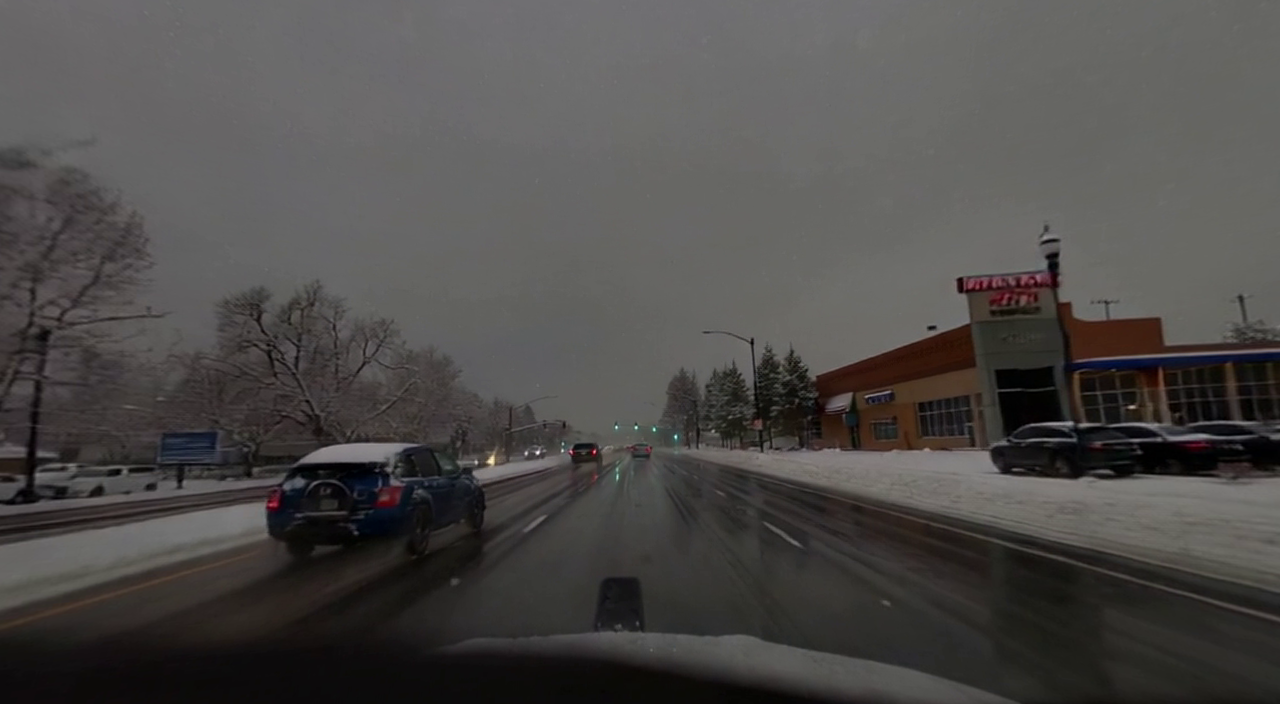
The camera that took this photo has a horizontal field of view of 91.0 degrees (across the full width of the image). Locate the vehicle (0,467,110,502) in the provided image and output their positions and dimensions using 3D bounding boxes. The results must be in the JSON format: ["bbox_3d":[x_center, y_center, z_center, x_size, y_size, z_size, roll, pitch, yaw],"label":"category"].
[{"bbox_3d":[-28.923,6.522,31.008,3.910,1.501,1.985,-2,-8,5],"label":"vehicle"}]

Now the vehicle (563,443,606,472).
[{"bbox_3d":[-3.053,5.861,35.255,1.939,1.496,4.309,0,-9,1],"label":"vehicle"}]

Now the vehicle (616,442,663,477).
[{"bbox_3d":[-0.030,4.919,29.104,2.019,1.459,4.005,0,-8,-1],"label":"vehicle"}]

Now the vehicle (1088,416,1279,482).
[{"bbox_3d":[16.192,2.899,18.958,1.930,1.713,4.756,0,-8,1],"label":"vehicle"}]

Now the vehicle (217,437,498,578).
[{"bbox_3d":[-3.543,2.007,9.007,2.003,1.488,4.282,0,-8,0],"label":"vehicle"}]

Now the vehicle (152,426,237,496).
[{"bbox_3d":[-22.870,5.598,32.521,2.843,3.351,3.542,5,-10,-27],"label":"vehicle"}]

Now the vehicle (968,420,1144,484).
[{"bbox_3d":[12.934,3.159,20.103,2.072,1.769,5.000,0,-9,-2],"label":"vehicle"}]
